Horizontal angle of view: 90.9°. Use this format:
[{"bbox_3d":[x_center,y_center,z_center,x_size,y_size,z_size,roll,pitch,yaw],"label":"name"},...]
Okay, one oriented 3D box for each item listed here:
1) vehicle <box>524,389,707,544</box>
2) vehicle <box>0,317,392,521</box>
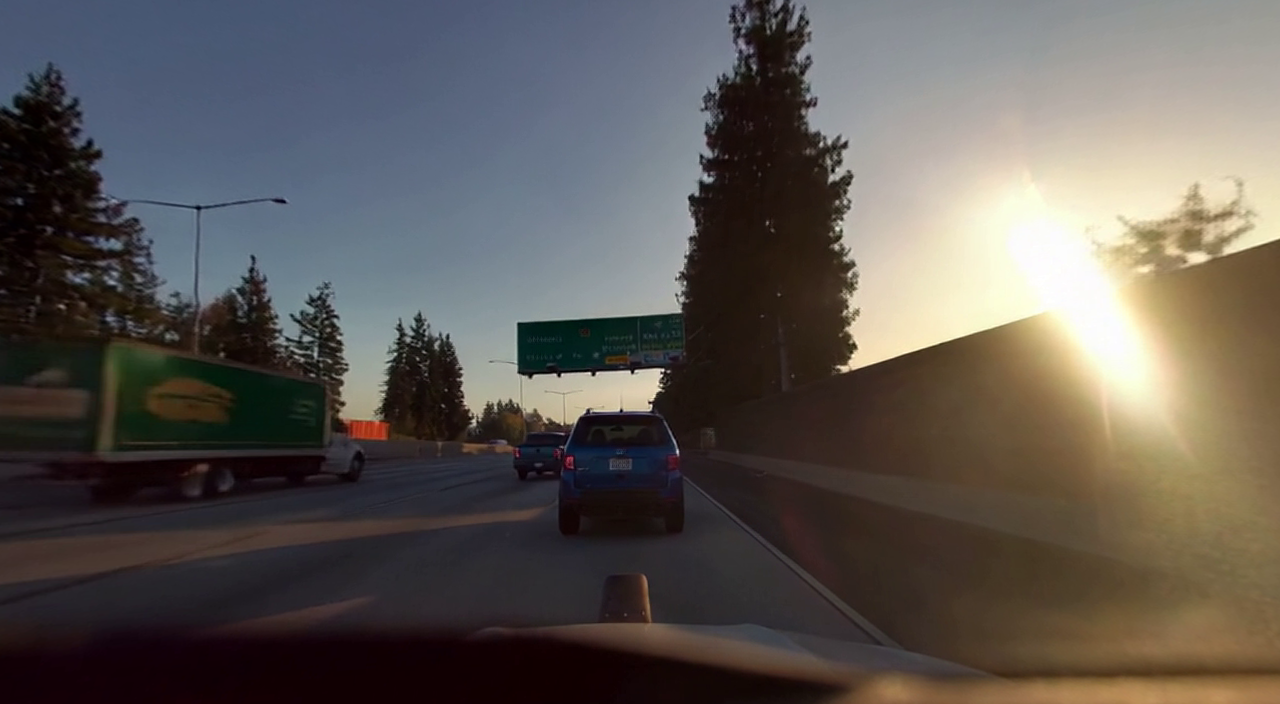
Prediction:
[{"bbox_3d":[-0.454,1.842,10.739,2.395,2.013,4.734,0,-8,-4],"label":"vehicle"},{"bbox_3d":[-10.958,2.060,17.410,3.347,3.686,12.113,0,-8,0],"label":"vehicle"}]
